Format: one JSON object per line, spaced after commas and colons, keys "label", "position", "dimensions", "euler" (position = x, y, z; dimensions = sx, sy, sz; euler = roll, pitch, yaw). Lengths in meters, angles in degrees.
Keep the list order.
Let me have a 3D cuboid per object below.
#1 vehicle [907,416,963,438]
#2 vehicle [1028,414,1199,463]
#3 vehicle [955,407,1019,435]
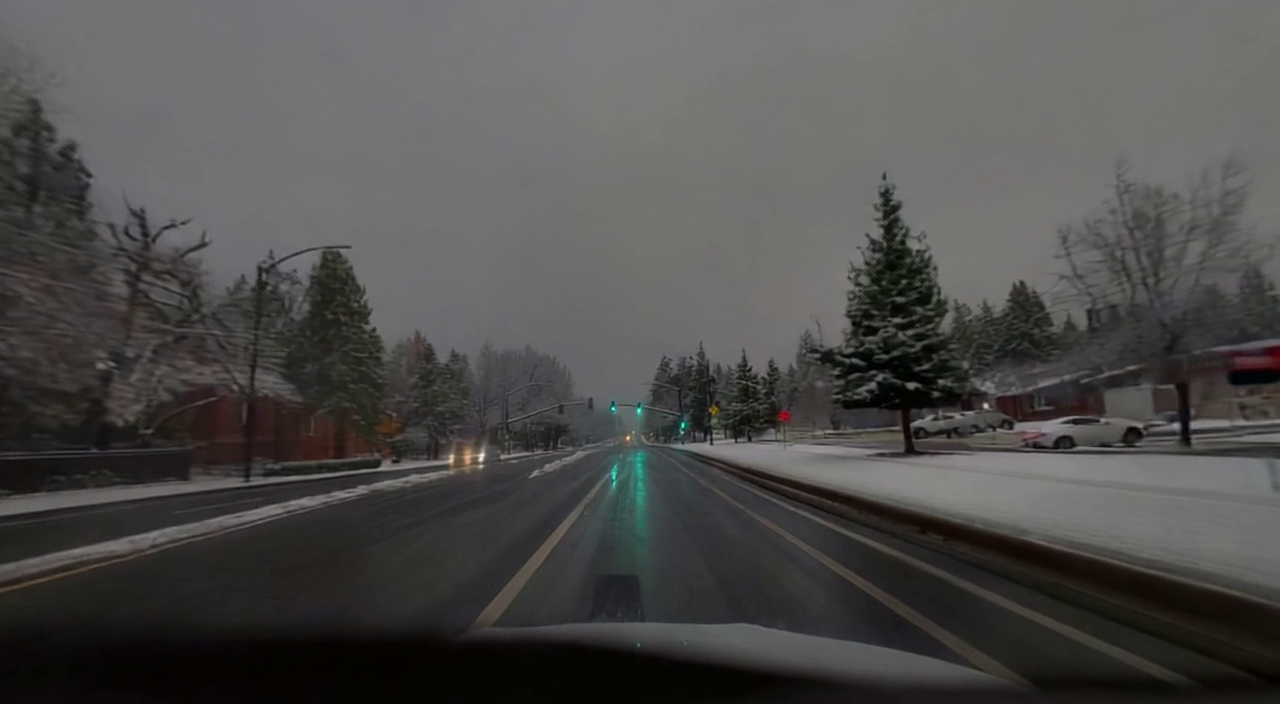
{"label": "vehicle", "position": [22.972, 5.865, 49.333], "dimensions": [1.911, 1.598, 4.322], "euler": [1, -8, -6]}
{"label": "vehicle", "position": [15.595, 2.926, 21.233], "dimensions": [1.882, 1.446, 4.741], "euler": [0, -8, -4]}
{"label": "vehicle", "position": [26.842, 5.389, 49.021], "dimensions": [2.081, 1.949, 4.635], "euler": [3, -7, -5]}
